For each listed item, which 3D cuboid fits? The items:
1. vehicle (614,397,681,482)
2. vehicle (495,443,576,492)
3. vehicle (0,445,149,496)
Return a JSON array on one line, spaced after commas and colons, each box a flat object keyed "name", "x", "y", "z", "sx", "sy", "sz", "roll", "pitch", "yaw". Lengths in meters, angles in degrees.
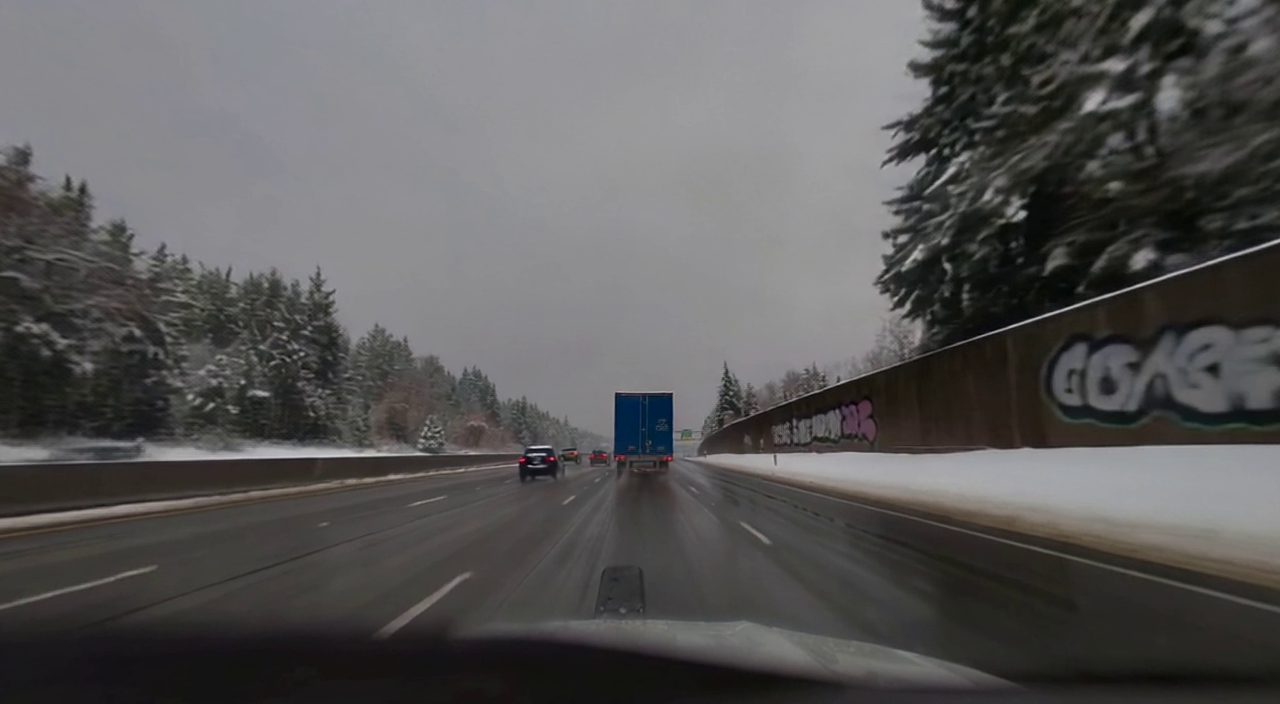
[{"name": "vehicle", "x": 0.212, "y": 4.590, "z": 32.527, "sx": 2.915, "sy": 3.661, "sz": 9.741, "roll": 0, "pitch": -9, "yaw": -1}, {"name": "vehicle", "x": -3.467, "y": 3.924, "z": 21.730, "sx": 2.020, "sy": 1.505, "sz": 4.171, "roll": 0, "pitch": -9, "yaw": 0}, {"name": "vehicle", "x": -18.211, "y": 3.750, "z": 20.248, "sx": 1.732, "sy": 1.449, "sz": 3.840, "roll": 0, "pitch": -9, "yaw": 0}]
